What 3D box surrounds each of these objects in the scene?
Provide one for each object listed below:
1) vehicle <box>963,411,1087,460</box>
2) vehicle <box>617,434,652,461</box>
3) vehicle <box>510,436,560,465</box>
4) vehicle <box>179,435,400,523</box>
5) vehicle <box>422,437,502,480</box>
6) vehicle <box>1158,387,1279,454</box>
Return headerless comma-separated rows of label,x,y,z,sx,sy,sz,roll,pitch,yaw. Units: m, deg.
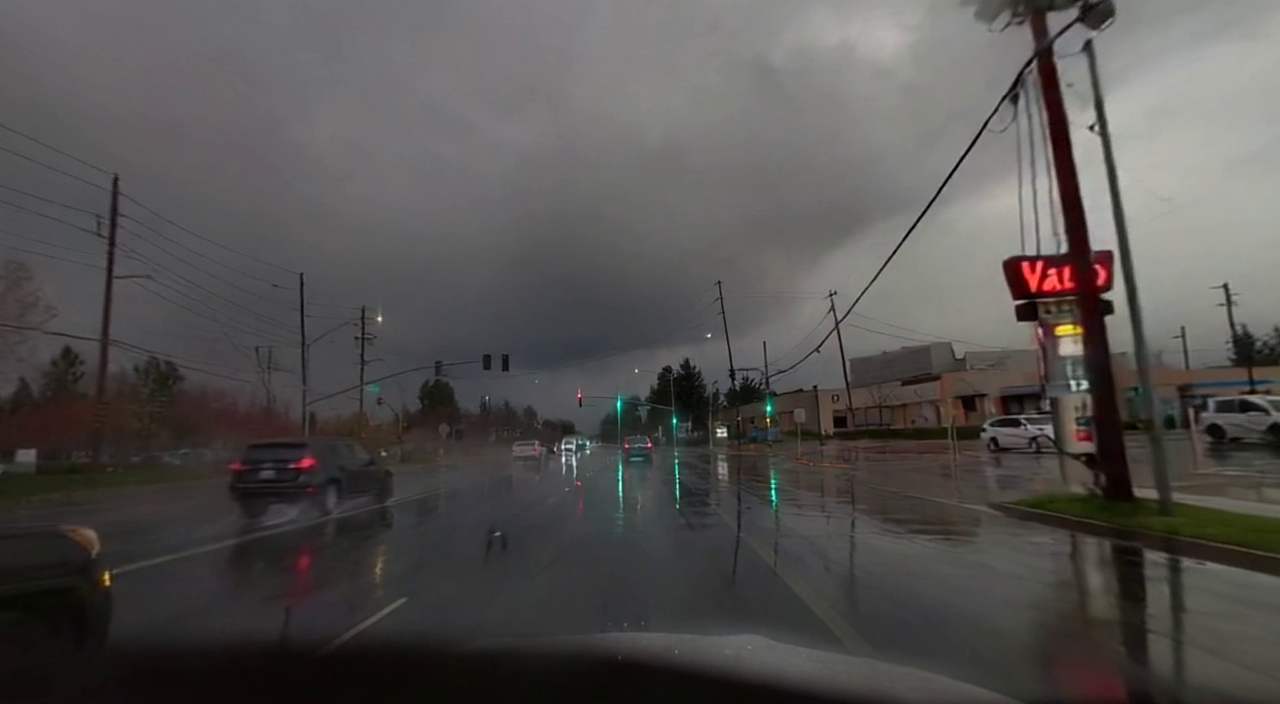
vehicle,15.851,3.503,26.343,2.116,1.849,4.806,0,-8,0
vehicle,-0.311,6.376,42.181,2.211,1.717,4.379,0,-8,1
vehicle,-6.323,6.001,38.537,2.130,1.636,4.427,0,-8,2
vehicle,-6.778,2.465,12.888,1.960,1.468,4.345,0,-8,1
vehicle,-6.778,4.092,24.537,1.804,1.513,4.191,0,-8,1
vehicle,23.566,2.674,24.438,2.314,2.302,5.730,-4,-8,5
